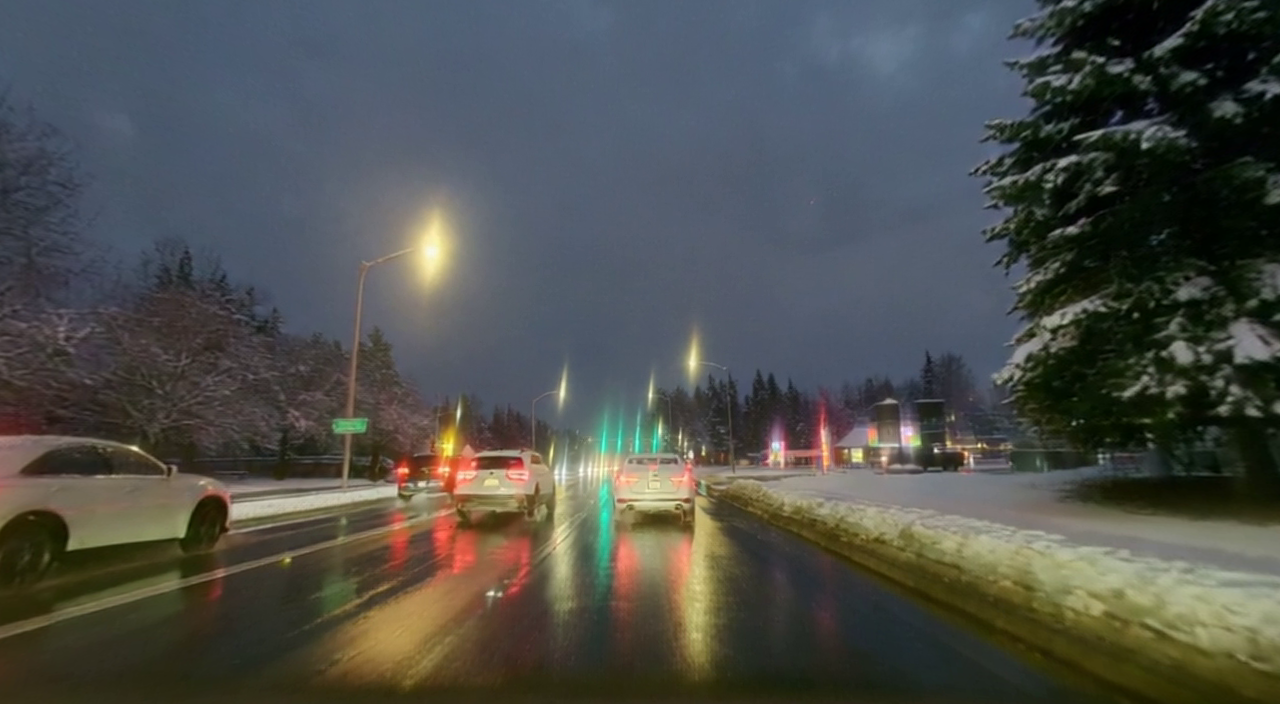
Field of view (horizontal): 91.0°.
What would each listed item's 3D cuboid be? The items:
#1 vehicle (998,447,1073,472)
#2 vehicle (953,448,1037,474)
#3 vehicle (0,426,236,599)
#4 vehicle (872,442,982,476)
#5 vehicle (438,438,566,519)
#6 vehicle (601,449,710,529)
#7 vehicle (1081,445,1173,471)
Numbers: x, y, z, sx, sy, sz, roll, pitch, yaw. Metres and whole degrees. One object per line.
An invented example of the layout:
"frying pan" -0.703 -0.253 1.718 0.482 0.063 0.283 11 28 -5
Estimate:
"vehicle" 25.690 6.944 40.946 3.796 1.484 1.723 -7 -12 41
"vehicle" 22.470 6.915 39.946 4.220 1.550 1.935 -10 -13 43
"vehicle" -7.156 1.739 7.358 1.968 1.657 4.230 0 -8 1
"vehicle" 18.231 6.777 40.237 5.852 1.962 2.323 -7 -11 41
"vehicle" -3.251 3.075 15.934 2.055 1.725 4.732 0 -8 1
"vehicle" 0.334 2.923 14.064 2.091 1.494 3.962 0 -8 1
"vehicle" 30.576 6.629 39.623 1.757 1.496 4.200 7 -11 -42
